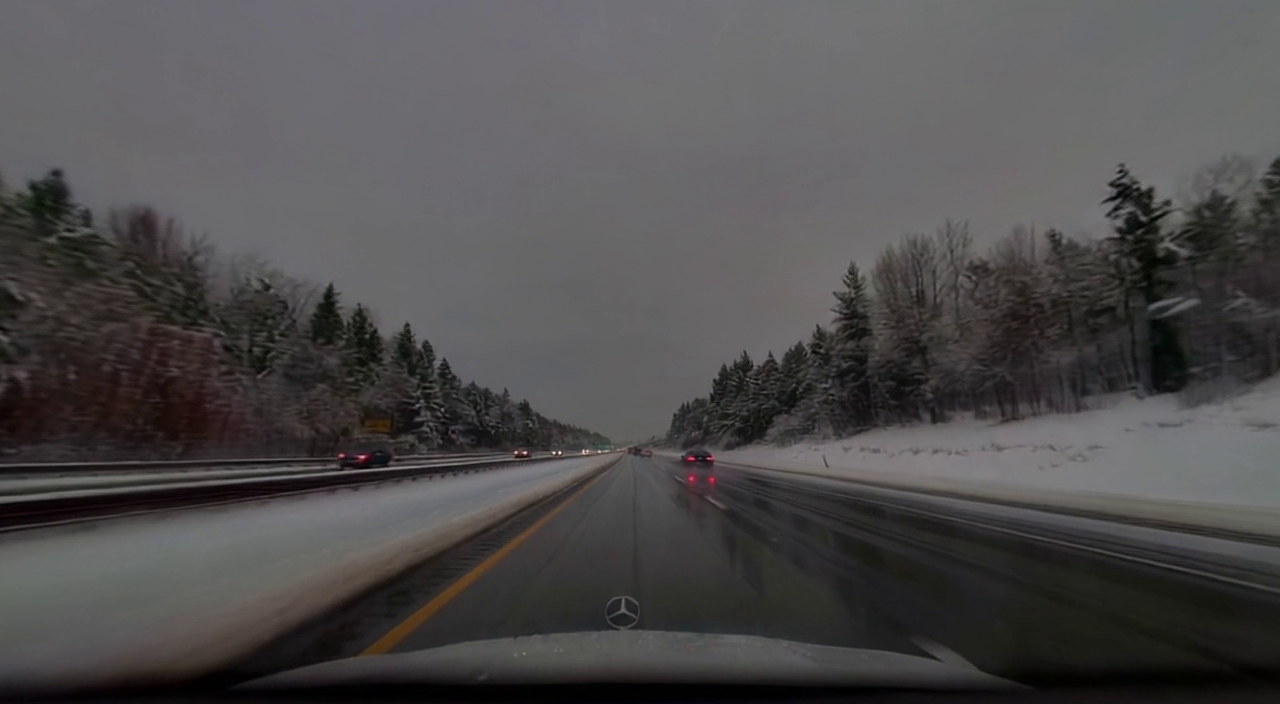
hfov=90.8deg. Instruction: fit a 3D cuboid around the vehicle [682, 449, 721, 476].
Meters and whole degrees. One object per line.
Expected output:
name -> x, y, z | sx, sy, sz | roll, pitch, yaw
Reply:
vehicle -> 3.617, 6.576, 37.781 | 1.870, 1.486, 3.858 | 0, -9, -1
